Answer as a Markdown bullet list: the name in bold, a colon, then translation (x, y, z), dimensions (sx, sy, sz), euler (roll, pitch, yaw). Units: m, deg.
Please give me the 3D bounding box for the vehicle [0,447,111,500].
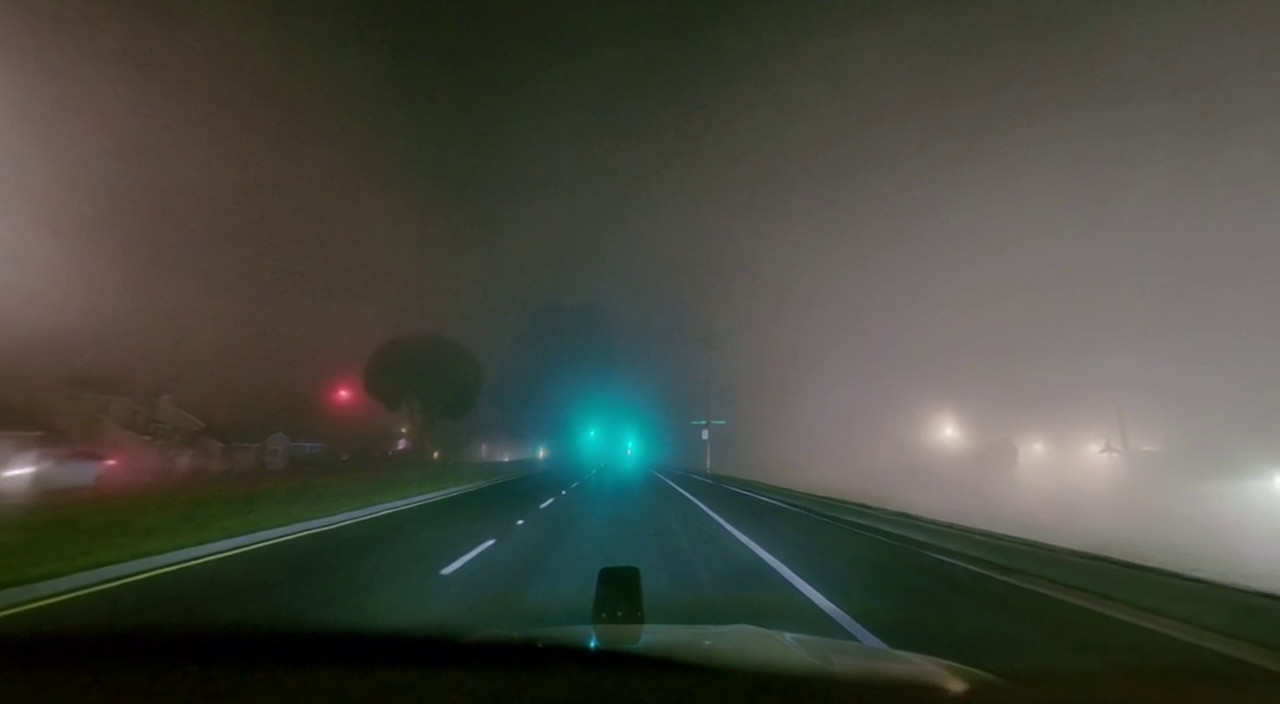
- **vehicle**: translation (-22.019, 4.348, 23.018), dimensions (1.891, 1.718, 4.251), euler (0, -8, -3)
